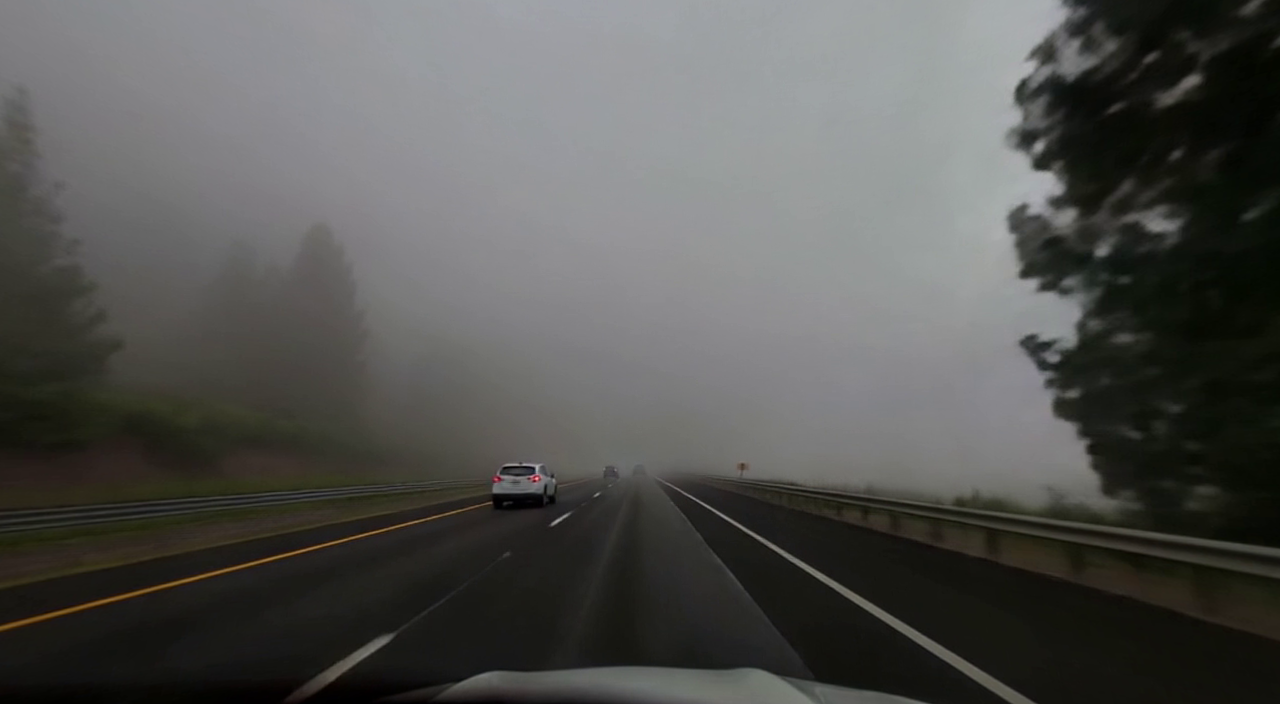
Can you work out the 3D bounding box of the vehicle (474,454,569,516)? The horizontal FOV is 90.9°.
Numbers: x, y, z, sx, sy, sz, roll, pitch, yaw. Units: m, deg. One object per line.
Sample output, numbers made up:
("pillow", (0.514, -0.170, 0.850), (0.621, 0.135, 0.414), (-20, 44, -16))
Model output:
("vehicle", (-3.304, 3.830, 18.441), (1.900, 1.550, 4.146), (1, -10, 1))
